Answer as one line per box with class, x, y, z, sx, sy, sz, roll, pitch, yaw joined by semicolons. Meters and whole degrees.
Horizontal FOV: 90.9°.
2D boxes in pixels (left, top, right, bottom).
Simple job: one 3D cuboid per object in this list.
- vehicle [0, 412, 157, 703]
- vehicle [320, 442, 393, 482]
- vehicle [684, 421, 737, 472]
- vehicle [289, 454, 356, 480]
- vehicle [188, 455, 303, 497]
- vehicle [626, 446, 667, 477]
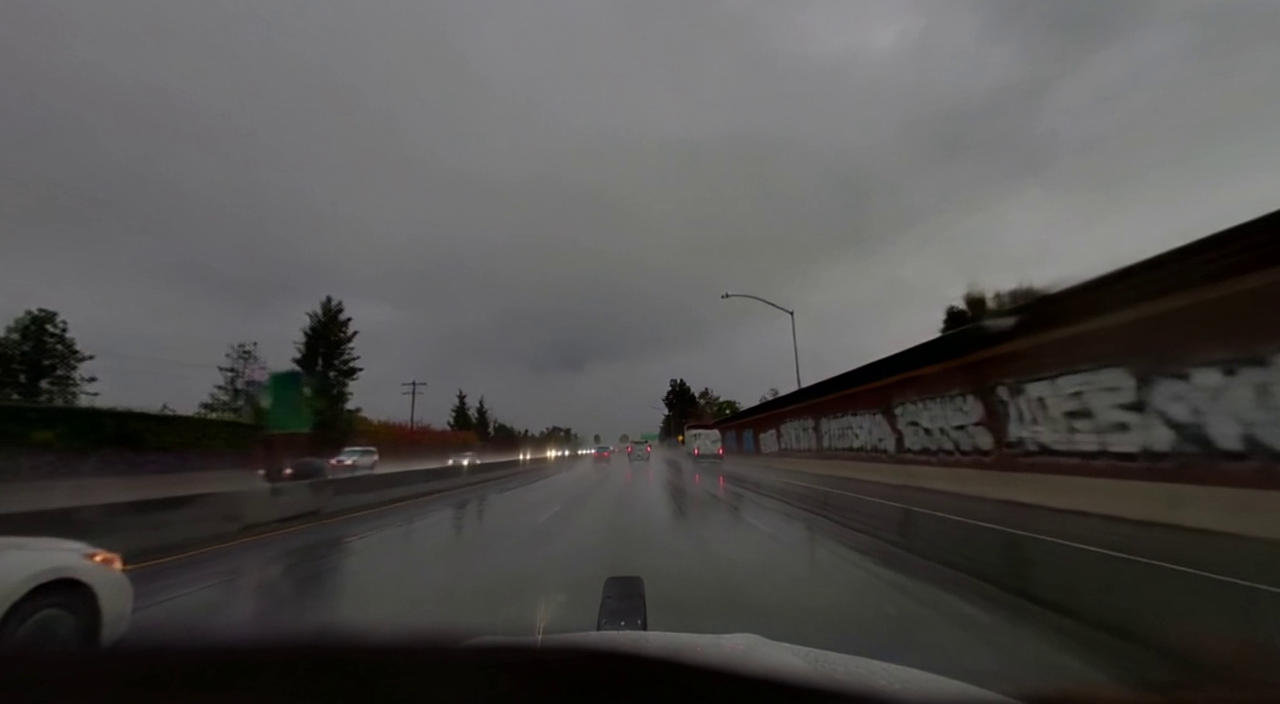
vehicle;-3.818;0.778;1.378;2.023;1.444;4.379;0;-9;0
vehicle;-20.346;7.893;45.559;2.541;2.627;5.696;-1;-9;1
vehicle;4.384;6.072;40.359;2.549;2.931;6.310;0;-9;-1
vehicle;-20.283;7.361;40.524;1.985;1.499;4.382;0;-9;0
vehicle;-16.282;5.119;26.353;1.881;1.530;4.428;-1;-9;1
vehicle;0.305;5.759;33.388;2.009;1.506;4.091;0;-9;-1
